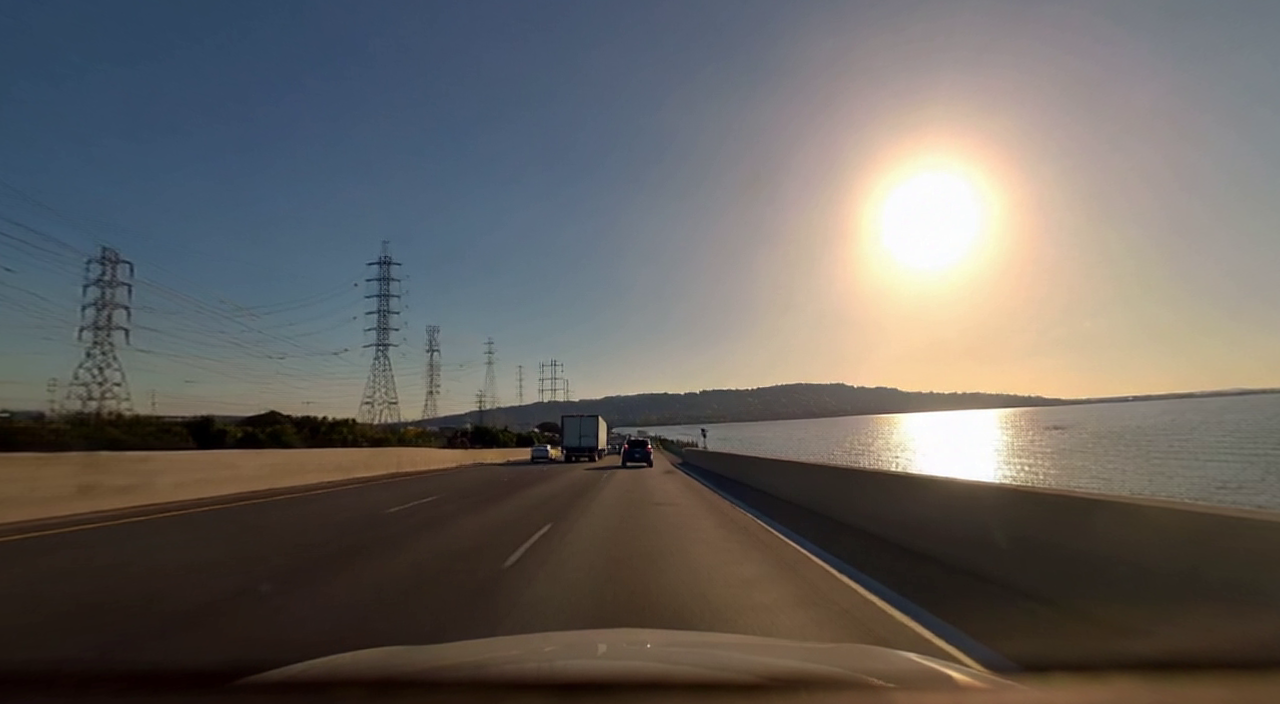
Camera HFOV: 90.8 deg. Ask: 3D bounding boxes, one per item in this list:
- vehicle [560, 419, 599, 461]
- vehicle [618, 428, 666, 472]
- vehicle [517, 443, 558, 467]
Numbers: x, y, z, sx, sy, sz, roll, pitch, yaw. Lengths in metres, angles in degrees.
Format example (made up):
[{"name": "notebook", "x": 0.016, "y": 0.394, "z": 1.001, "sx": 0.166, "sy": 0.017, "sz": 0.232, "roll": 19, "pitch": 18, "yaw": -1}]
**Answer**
[{"name": "vehicle", "x": -3.756, "y": 5.526, "z": 39.512, "sx": 2.178, "sy": 2.522, "sz": 2.054, "roll": 0, "pitch": -8, "yaw": 1}, {"name": "vehicle", "x": 0.124, "y": 5.185, "z": 33.533, "sx": 2.358, "sy": 2.144, "sz": 4.713, "roll": 0, "pitch": -8, "yaw": 1}, {"name": "vehicle", "x": -7.061, "y": 7.116, "z": 43.939, "sx": 2.004, "sy": 1.545, "sz": 4.513, "roll": 0, "pitch": -8, "yaw": 1}]
